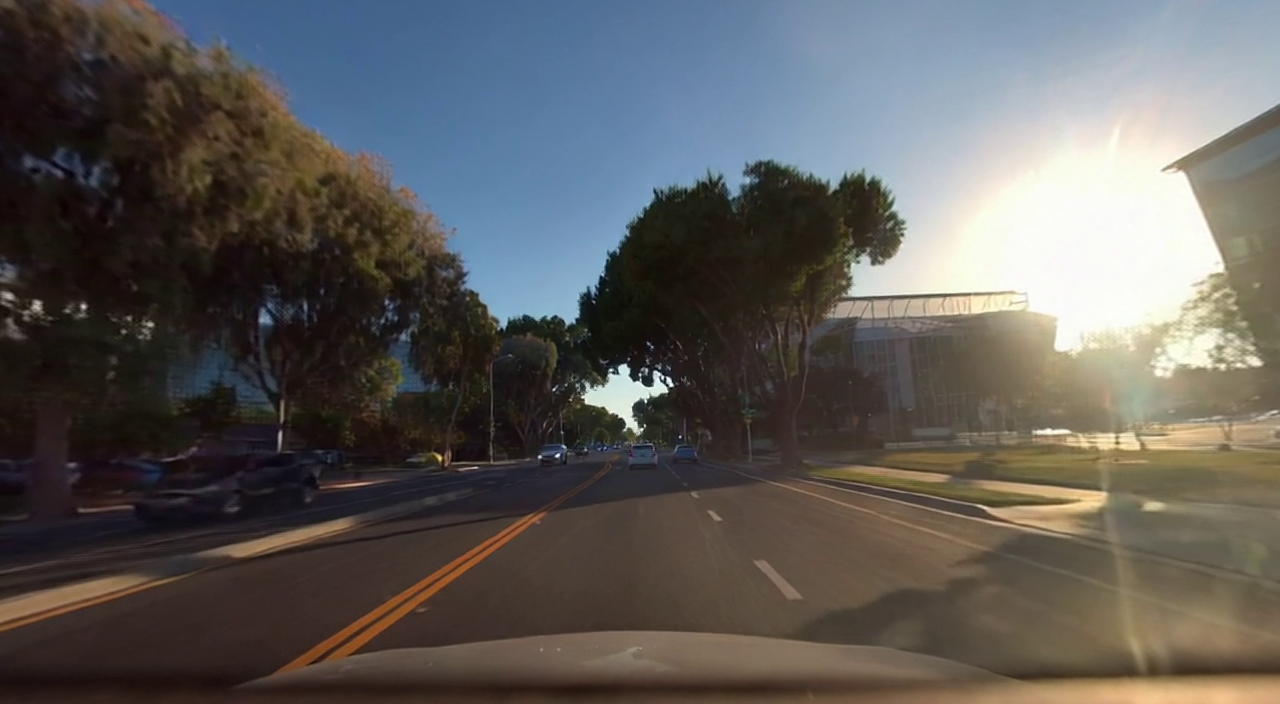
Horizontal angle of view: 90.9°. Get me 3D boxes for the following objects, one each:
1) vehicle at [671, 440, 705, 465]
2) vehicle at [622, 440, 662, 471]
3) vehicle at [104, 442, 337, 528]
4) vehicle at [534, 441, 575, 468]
[{"bbox_3d":[3.498,7.419,46.727,2.189,1.766,4.495,0,-8,0],"label":"vehicle"},{"bbox_3d":[0.151,5.785,35.362,2.109,1.612,3.963,0,-8,1],"label":"vehicle"},{"bbox_3d":[-9.905,3.120,15.611,2.064,1.722,5.226,0,-8,1],"label":"vehicle"},{"bbox_3d":[-6.102,7.366,45.582,2.247,1.825,4.618,0,-8,1],"label":"vehicle"}]
